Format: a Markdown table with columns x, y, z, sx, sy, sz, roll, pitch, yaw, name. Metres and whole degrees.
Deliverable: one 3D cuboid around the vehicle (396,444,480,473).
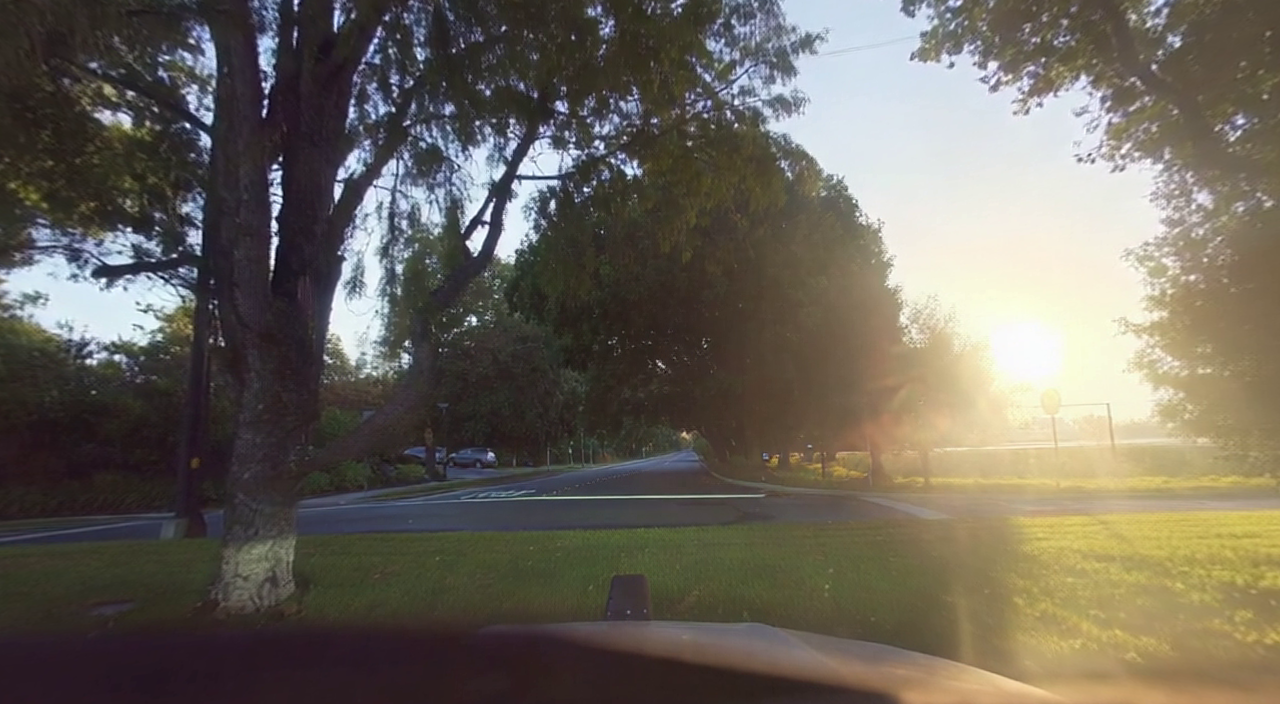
| x | y | z | sx | sy | sz | roll | pitch | yaw | name |
| --- | --- | --- | --- | --- | --- | --- | --- | --- | --- |
| -12.683 | 6.696 | 39.714 | 4.590 | 1.735 | 1.973 | 0 | -9 | 2 | vehicle |
